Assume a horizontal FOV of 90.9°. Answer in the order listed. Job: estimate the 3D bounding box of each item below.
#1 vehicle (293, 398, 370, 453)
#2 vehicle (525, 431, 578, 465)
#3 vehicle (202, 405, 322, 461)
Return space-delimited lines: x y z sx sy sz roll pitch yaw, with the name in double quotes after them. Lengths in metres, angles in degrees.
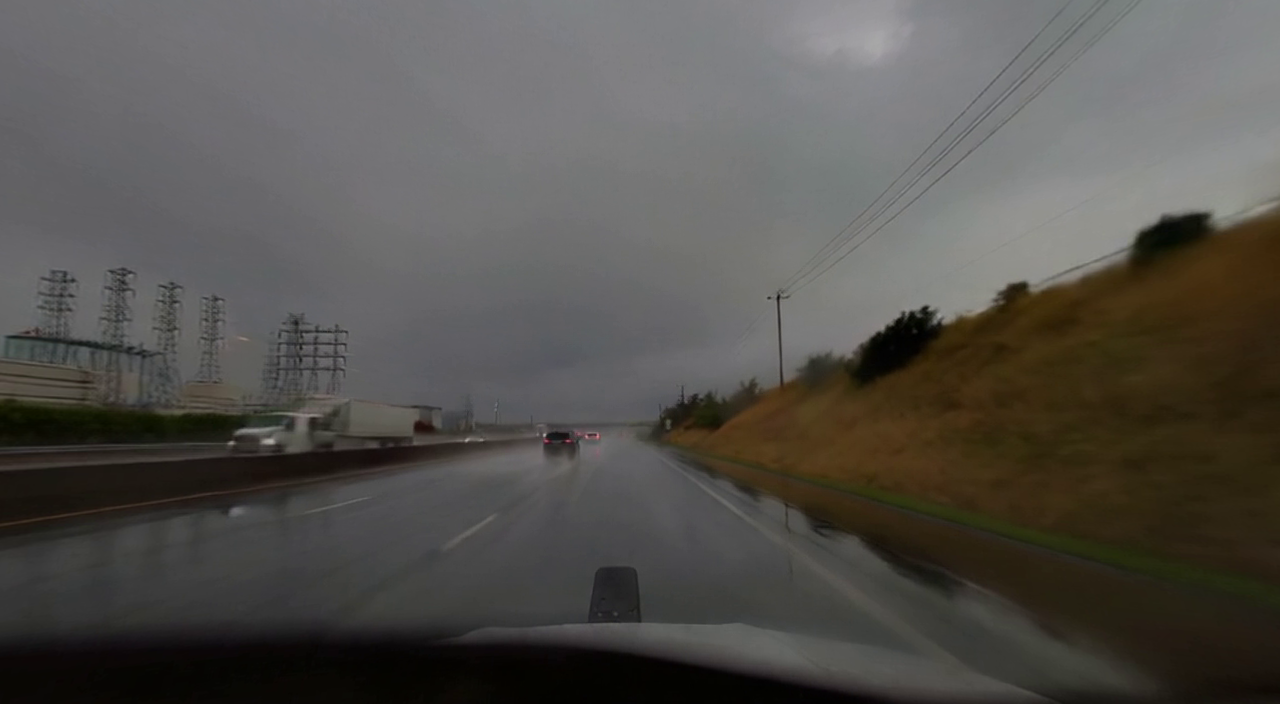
-23.925 5.765 49.259 2.974 4.004 5.936 0 -8 -1 "vehicle"
-4.048 4.418 29.312 1.952 1.462 3.969 0 -8 -1 "vehicle"
-20.055 4.386 33.978 2.315 2.691 6.787 0 -8 -1 "vehicle"
